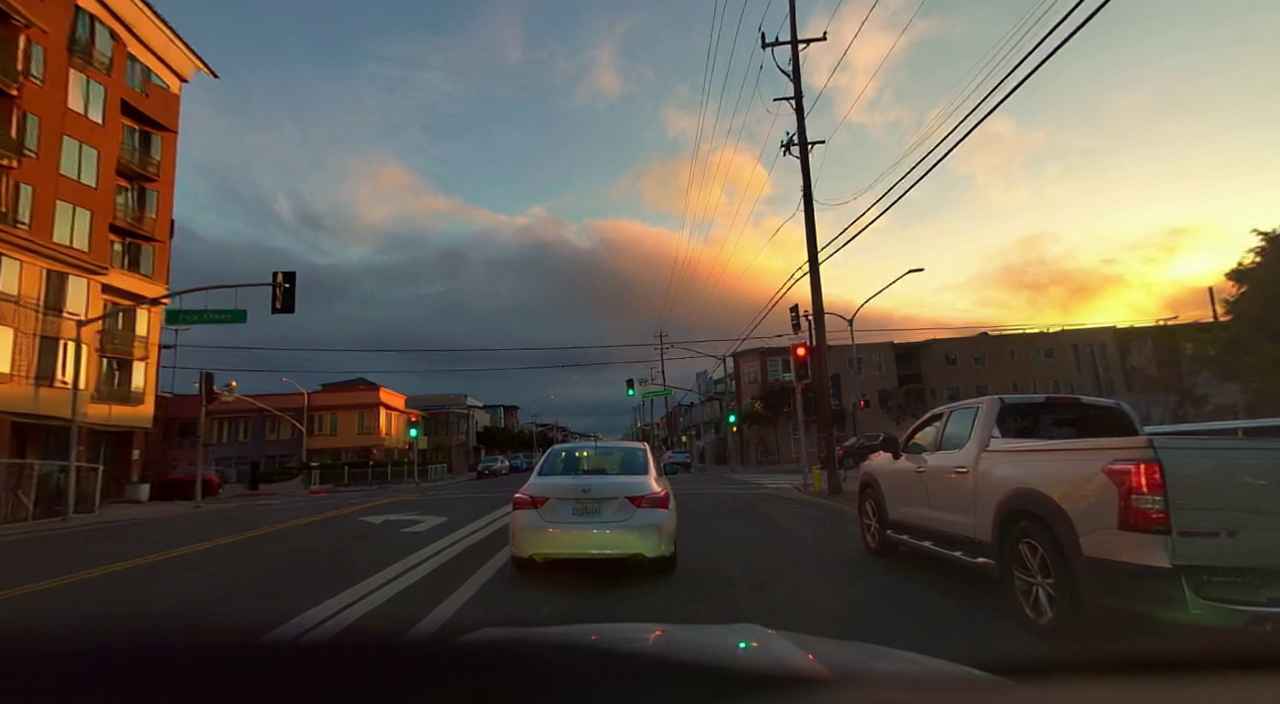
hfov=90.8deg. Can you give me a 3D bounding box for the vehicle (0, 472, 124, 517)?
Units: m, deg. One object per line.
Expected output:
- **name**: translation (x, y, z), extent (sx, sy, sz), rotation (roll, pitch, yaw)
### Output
- **vehicle**: translation (-24.754, 6.073, 26.997), extent (3.891, 1.538, 1.698), rotation (-5, -11, 0)

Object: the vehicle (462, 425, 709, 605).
- **vehicle**: translation (-0.484, 1.649, 7.325), extent (2.019, 1.453, 4.129), rotation (0, -8, -1)

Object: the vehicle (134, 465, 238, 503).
- **vehicle**: translation (-25.369, 7.373, 35.390), extent (4.337, 1.739, 1.981), rotation (-4, -11, 1)

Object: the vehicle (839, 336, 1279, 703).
- **vehicle**: translation (3.830, 1.238, 5.923), extent (2.248, 1.945, 5.011), rotation (0, -8, 0)
